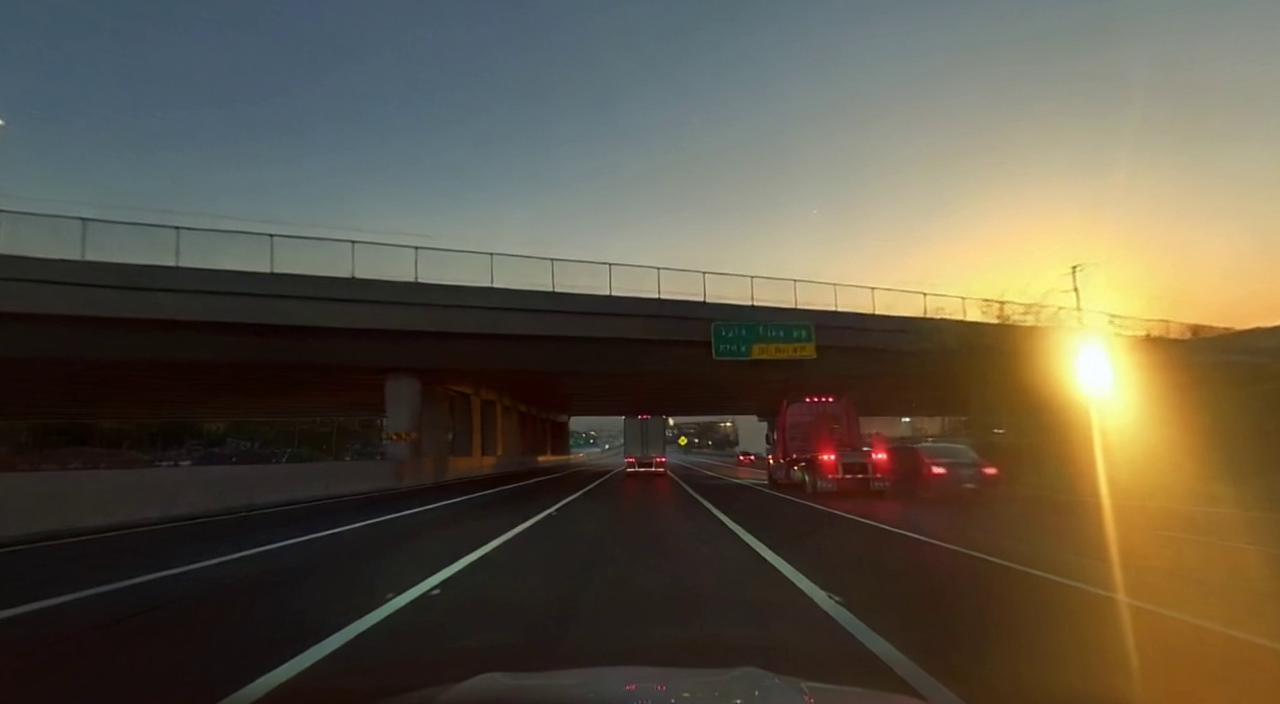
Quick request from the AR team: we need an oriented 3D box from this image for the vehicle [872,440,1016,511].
[{"bbox_3d":[7.337,2.999,15.663,1.687,1.503,3.688,-1,-9,0],"label":"vehicle"}]
